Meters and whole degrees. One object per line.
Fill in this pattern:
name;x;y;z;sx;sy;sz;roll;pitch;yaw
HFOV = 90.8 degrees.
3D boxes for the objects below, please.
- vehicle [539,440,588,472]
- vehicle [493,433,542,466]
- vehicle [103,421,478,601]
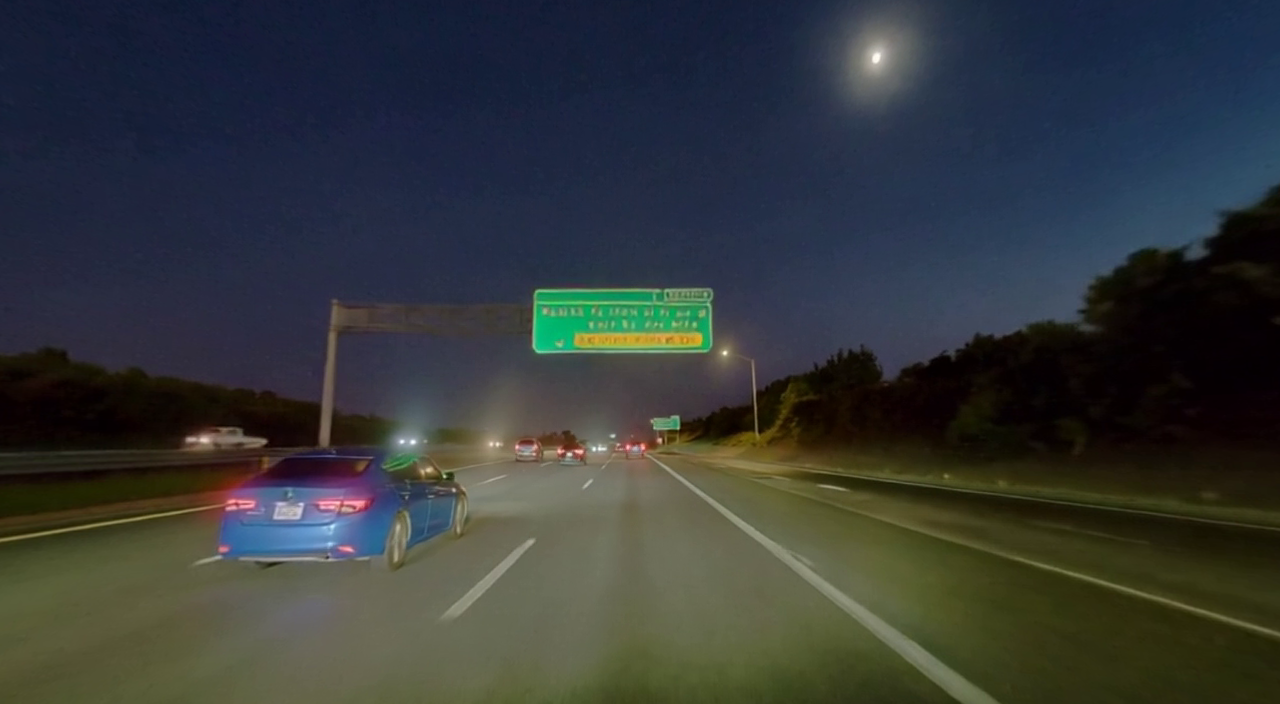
vehicle;-3.845;5.299;32.441;2.068;1.501;4.395;0;-8;-1
vehicle;-7.835;6.285;40.837;2.171;1.982;5.246;0;-8;-1
vehicle;-3.536;1.675;7.628;2.025;1.506;4.429;0;-8;-1
